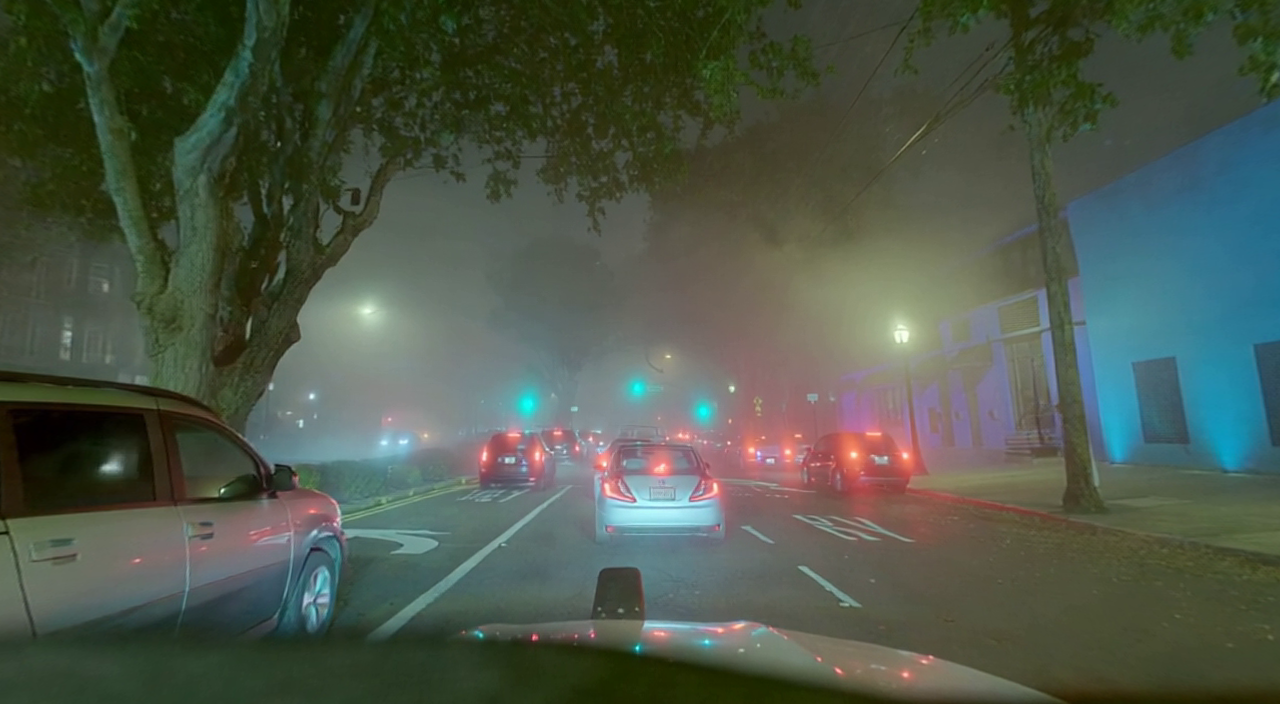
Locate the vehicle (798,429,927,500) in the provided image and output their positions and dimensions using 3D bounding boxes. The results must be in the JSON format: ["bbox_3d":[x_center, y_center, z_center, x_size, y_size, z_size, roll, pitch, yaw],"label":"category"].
[{"bbox_3d":[6.341,3.248,18.688,2.025,1.808,4.579,0,-9,-2],"label":"vehicle"}]

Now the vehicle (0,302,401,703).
[{"bbox_3d":[-3.269,0.931,3.394,2.152,1.802,4.628,0,-9,0],"label":"vehicle"}]

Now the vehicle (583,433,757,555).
[{"bbox_3d":[0.271,1.994,9.572,2.095,1.438,3.843,0,-9,-3],"label":"vehicle"}]

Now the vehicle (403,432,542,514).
[{"bbox_3d":[-3.508,2.623,14.233,1.901,1.522,4.556,0,-9,0],"label":"vehicle"}]
